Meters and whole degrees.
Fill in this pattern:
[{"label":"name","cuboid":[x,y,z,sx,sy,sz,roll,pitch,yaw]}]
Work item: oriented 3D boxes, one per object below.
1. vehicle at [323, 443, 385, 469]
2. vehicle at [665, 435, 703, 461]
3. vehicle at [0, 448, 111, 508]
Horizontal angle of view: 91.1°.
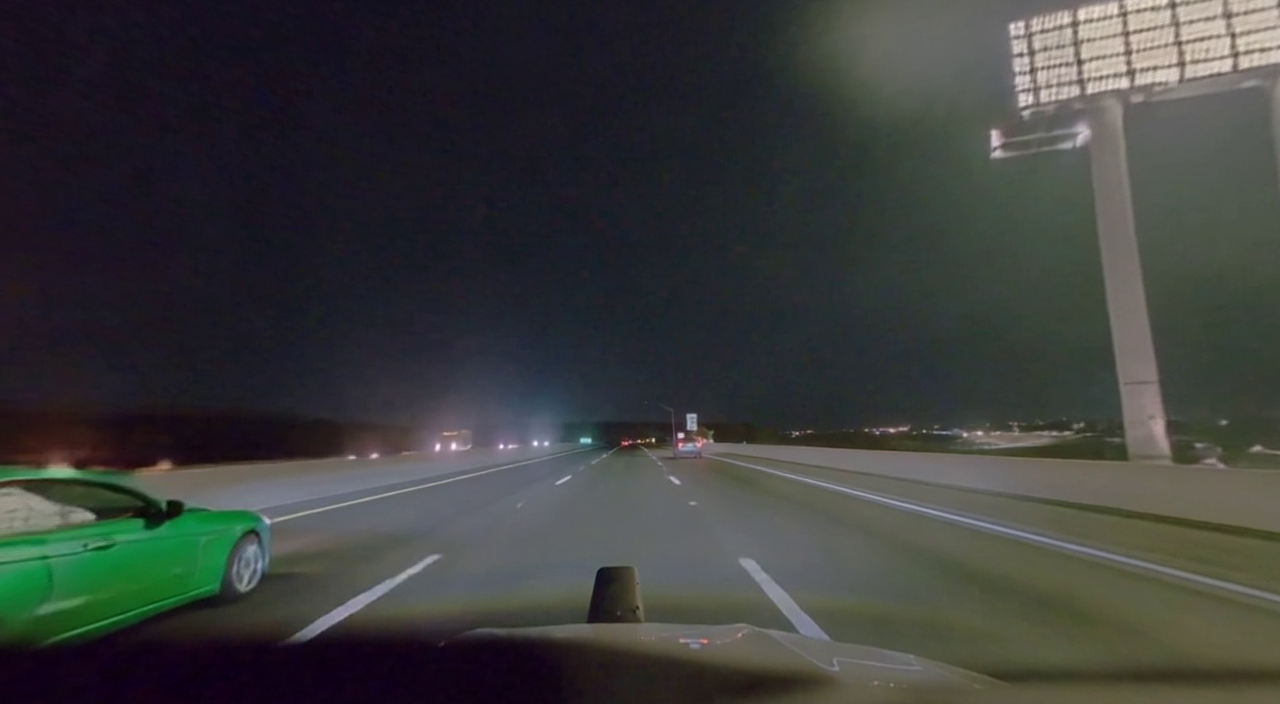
[{"label":"vehicle","cuboid":[-17.374,6.310,38.426,1.856,1.500,3.975,0,-8,2]},{"label":"vehicle","cuboid":[2.555,5.661,37.257,1.946,1.481,3.969,0,-8,0]},{"label":"vehicle","cuboid":[-17.508,3.488,17.610,1.805,1.497,4.056,0,-8,1]}]
